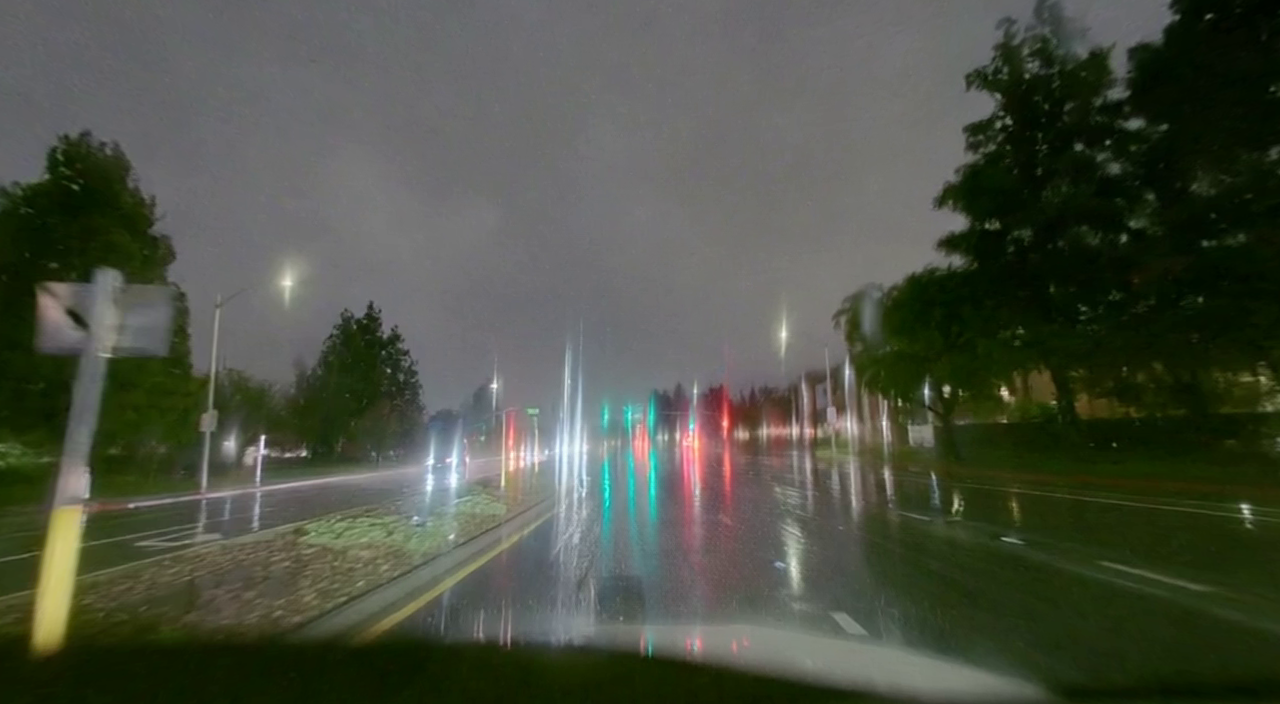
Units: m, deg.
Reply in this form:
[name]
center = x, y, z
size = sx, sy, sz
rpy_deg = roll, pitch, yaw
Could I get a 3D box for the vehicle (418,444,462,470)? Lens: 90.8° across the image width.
[vehicle]
center = -15.370, 8.095, 48.777
size = 2.038, 1.857, 5.078
rpy_deg = 0, -9, -4
